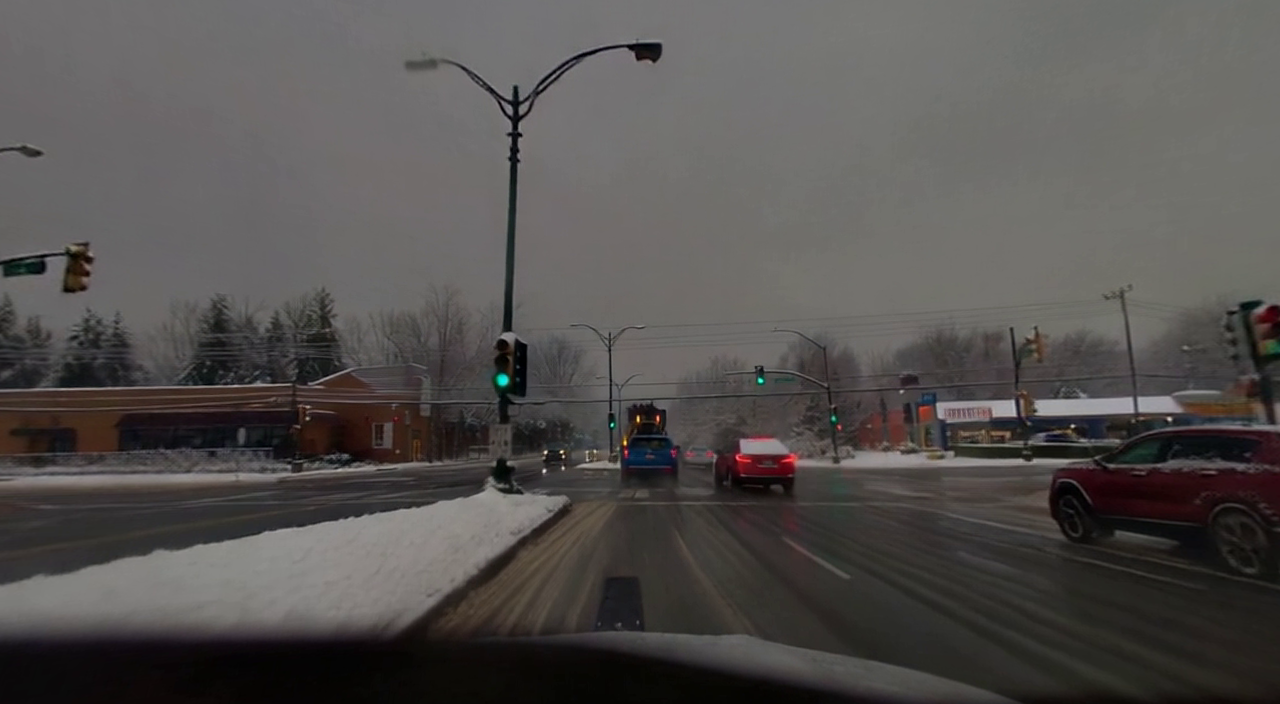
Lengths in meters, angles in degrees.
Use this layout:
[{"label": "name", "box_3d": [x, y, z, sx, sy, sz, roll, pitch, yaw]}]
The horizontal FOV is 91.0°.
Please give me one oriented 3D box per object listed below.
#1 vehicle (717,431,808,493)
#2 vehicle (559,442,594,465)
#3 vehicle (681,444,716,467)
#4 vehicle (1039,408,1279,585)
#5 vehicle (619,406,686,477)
[{"label": "vehicle", "box_3d": [3.764, 3.472, 20.210, 2.025, 1.754, 4.311, 0, -8, 0]}, {"label": "vehicle", "box_3d": [-4.372, 7.077, 43.918, 2.001, 1.518, 4.316, 0, -8, -1]}, {"label": "vehicle", "box_3d": [3.976, 7.129, 43.499, 1.967, 1.515, 4.378, 0, -8, -1]}, {"label": "vehicle", "box_3d": [7.167, 1.596, 7.436, 1.982, 1.698, 4.408, 0, -8, 0]}, {"label": "vehicle", "box_3d": [0.457, 3.456, 24.312, 2.370, 2.518, 3.858, 0, -8, 1]}]
